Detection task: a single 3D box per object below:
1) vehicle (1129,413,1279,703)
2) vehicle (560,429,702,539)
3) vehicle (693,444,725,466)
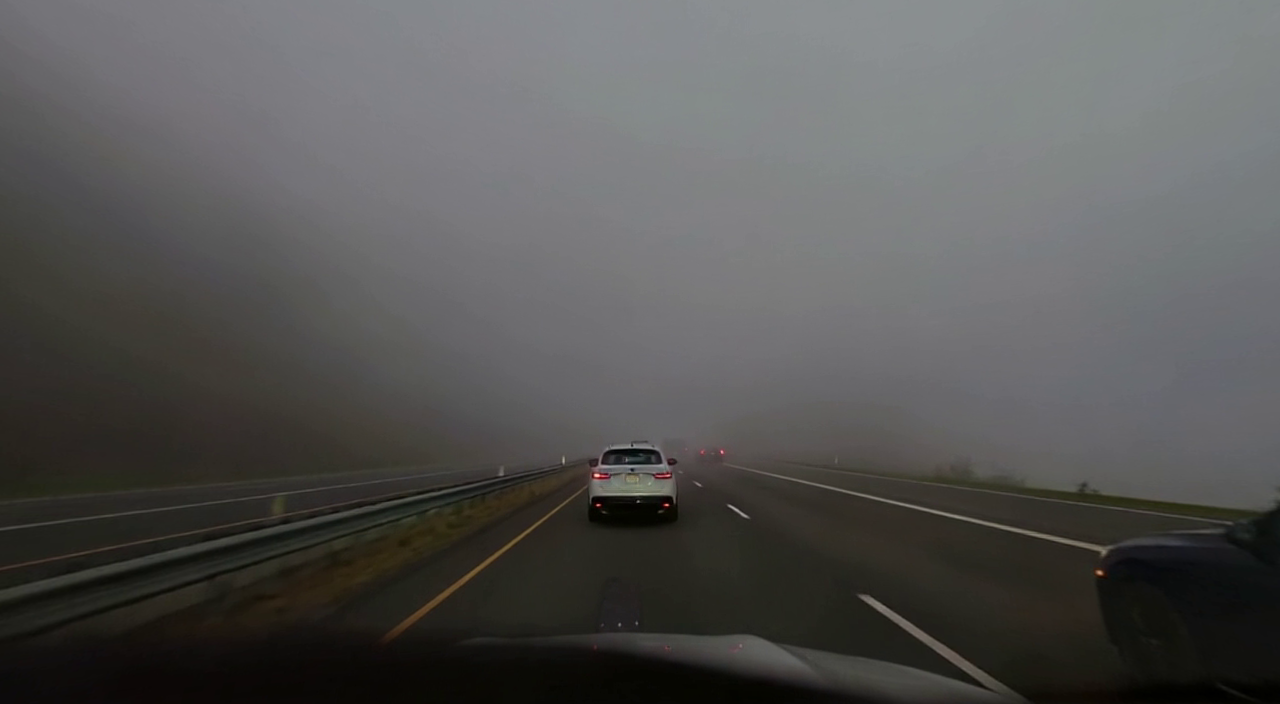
[{"bbox_3d":[3.992,0.819,1.790,1.937,1.422,4.057,-1,-9,1],"label":"vehicle"},{"bbox_3d":[-0.141,2.228,11.153,2.088,1.580,3.657,0,-9,0],"label":"vehicle"},{"bbox_3d":[5.178,7.766,47.503,1.931,1.516,3.995,0,-9,0],"label":"vehicle"}]
